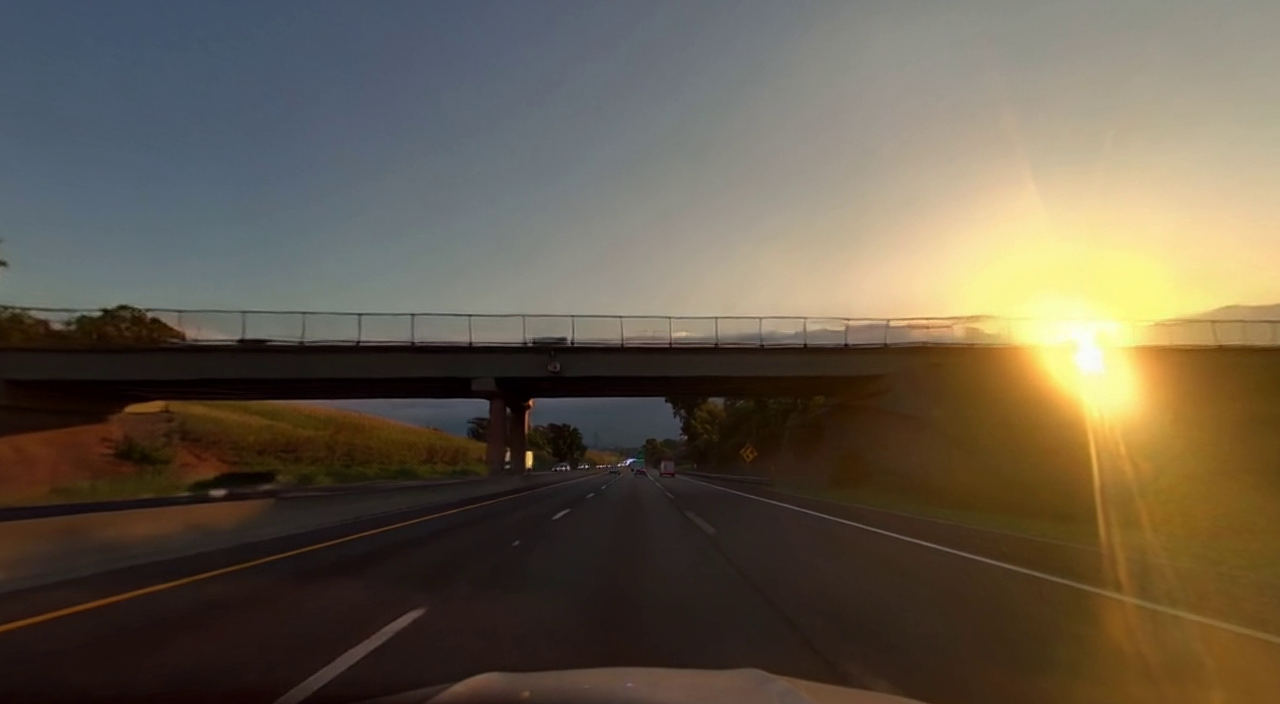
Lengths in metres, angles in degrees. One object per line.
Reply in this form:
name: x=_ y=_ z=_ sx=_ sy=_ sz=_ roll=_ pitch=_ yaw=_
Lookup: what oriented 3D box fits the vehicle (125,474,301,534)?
vehicle: x=-12.000 y=4.269 z=18.180 sx=1.873 sy=1.436 sz=4.528 roll=1 pitch=-11 yaw=0
